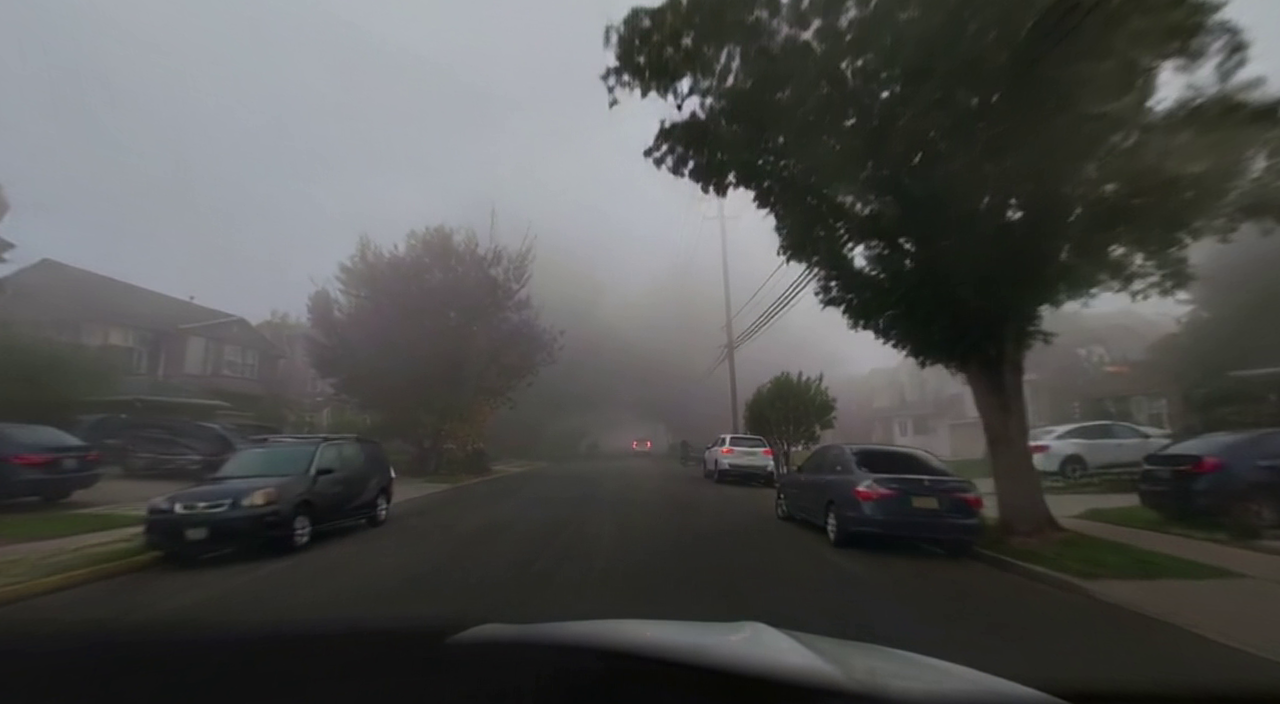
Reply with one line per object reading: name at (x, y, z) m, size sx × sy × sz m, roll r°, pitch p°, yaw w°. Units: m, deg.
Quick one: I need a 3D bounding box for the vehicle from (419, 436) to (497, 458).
vehicle at (-12.665, 6.662, 44.260) m, size 4.792 × 1.521 × 2.077 m, roll 0°, pitch -8°, yaw 1°

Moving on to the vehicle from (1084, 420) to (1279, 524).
vehicle at (10.799, 2.005, 10.802) m, size 4.739 × 1.576 × 2.086 m, roll 0°, pitch -9°, yaw 3°

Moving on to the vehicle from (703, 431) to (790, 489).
vehicle at (3.666, 3.818, 22.738) m, size 2.280 × 1.820 × 5.001 m, roll 0°, pitch -8°, yaw 0°

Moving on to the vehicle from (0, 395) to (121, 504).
vehicle at (-12.934, 1.671, 11.436) m, size 5.040 × 1.756 × 2.315 m, roll 2°, pitch -8°, yaw 3°

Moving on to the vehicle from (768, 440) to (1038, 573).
vehicle at (3.471, 2.119, 9.644) m, size 2.008 × 1.482 × 4.891 m, roll 0°, pitch -8°, yaw 0°

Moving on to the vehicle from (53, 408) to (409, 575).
vehicle at (-5.088, 1.789, 8.809) m, size 2.103 × 1.731 × 4.197 m, roll 0°, pitch -9°, yaw 0°
